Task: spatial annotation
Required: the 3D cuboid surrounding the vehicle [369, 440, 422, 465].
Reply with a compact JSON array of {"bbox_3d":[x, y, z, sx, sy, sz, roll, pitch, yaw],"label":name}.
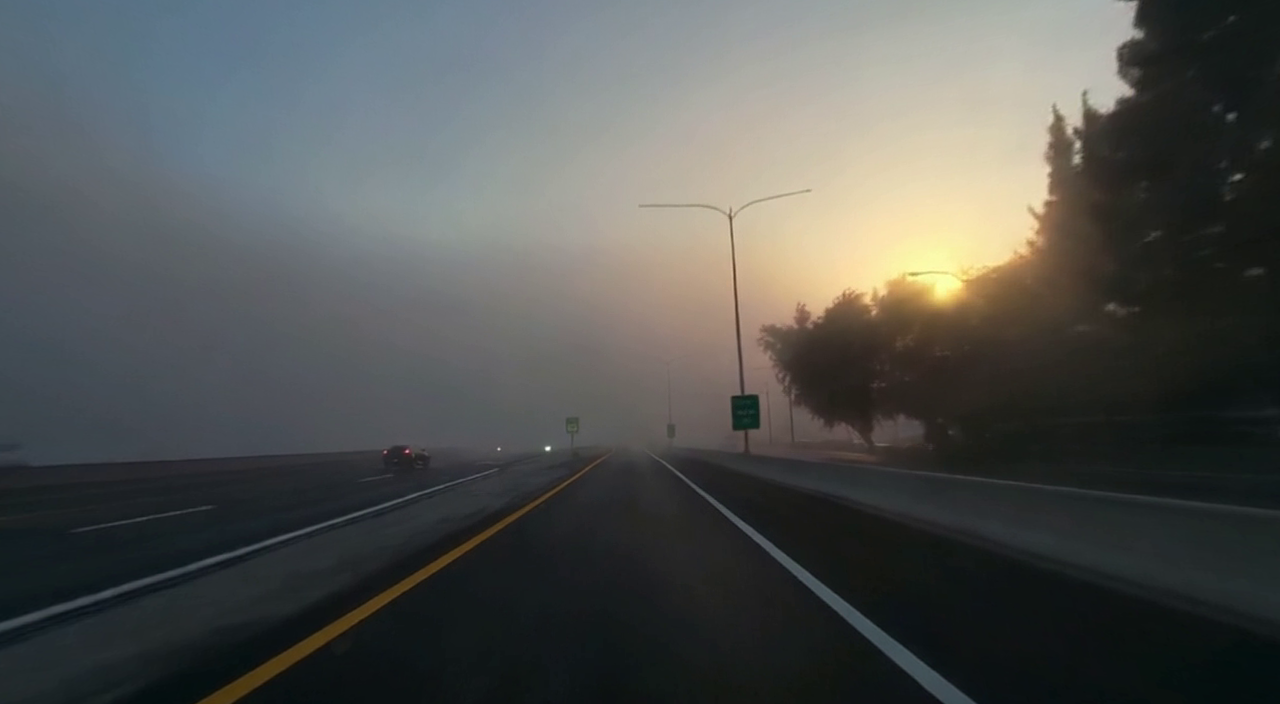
[{"bbox_3d":[-17.902,7.341,46.512,2.126,1.671,5.173,0,-8,-4],"label":"vehicle"}]
